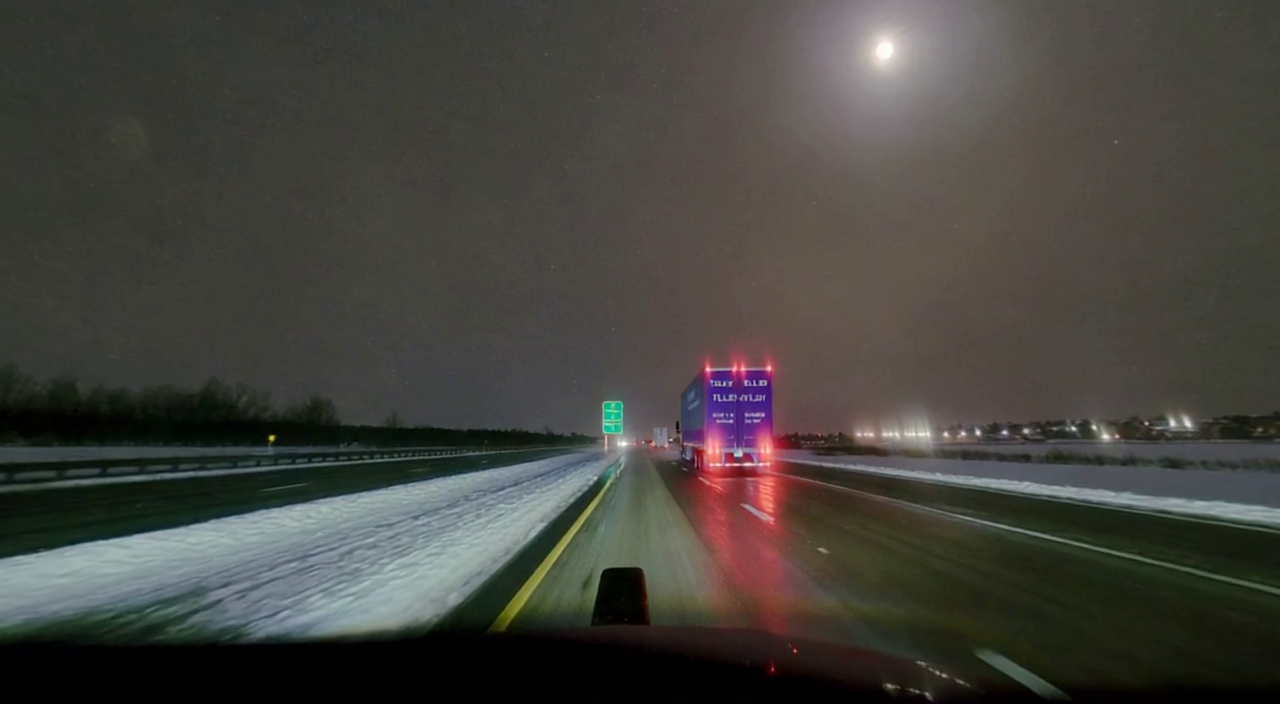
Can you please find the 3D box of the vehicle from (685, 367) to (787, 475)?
[{"bbox_3d":[4.125,3.597,30.883,3.006,4.093,14.142,0,-8,1],"label":"vehicle"}]
